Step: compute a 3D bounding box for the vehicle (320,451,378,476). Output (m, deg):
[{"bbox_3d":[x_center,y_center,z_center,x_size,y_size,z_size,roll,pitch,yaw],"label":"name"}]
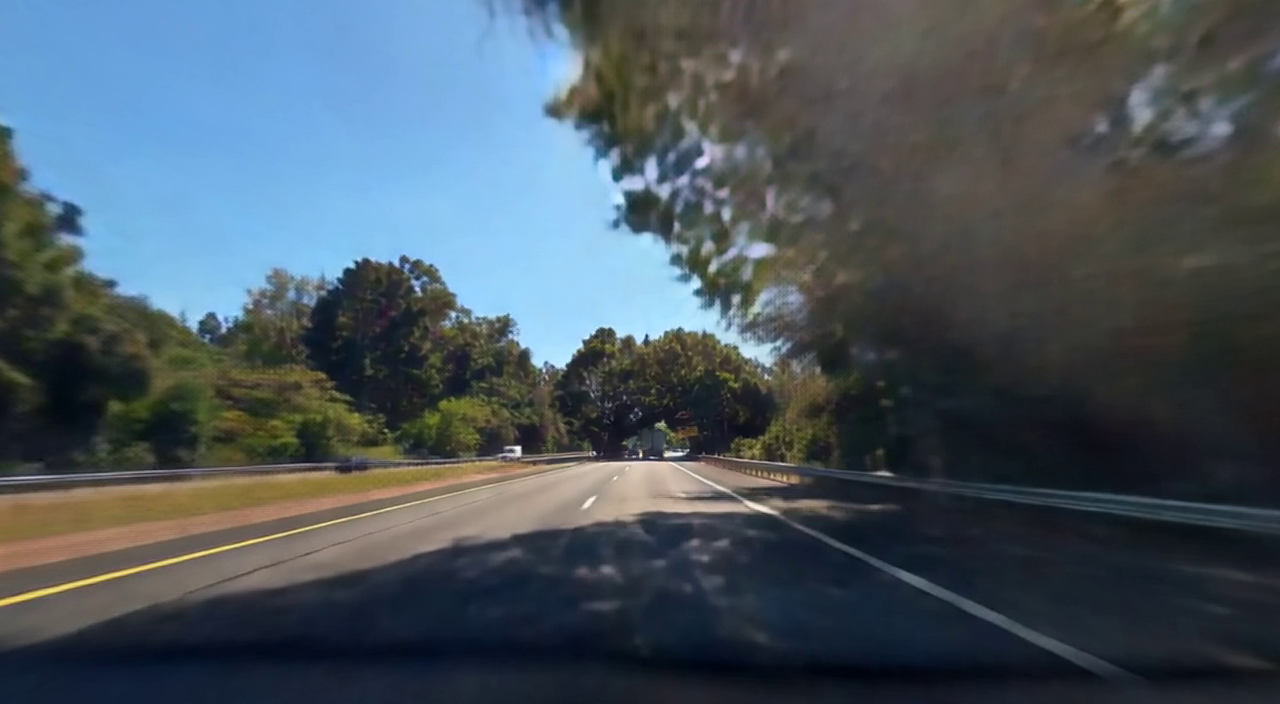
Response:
[{"bbox_3d":[-20.512,7.854,44.667,1.947,1.684,4.405,0,-9,1],"label":"vehicle"}]
